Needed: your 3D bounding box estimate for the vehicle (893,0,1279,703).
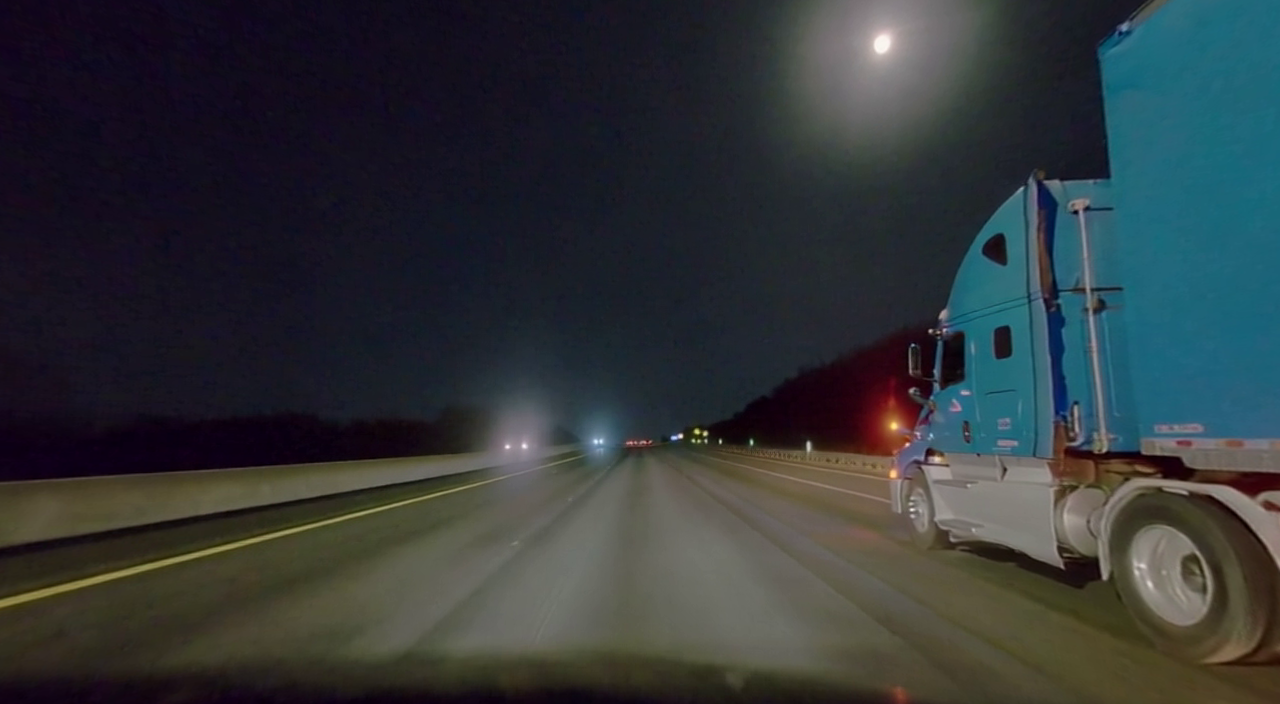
[{"bbox_3d":[4.081,-0.391,1.554,3.012,3.768,8.945,0,-8,-1],"label":"vehicle"}]
